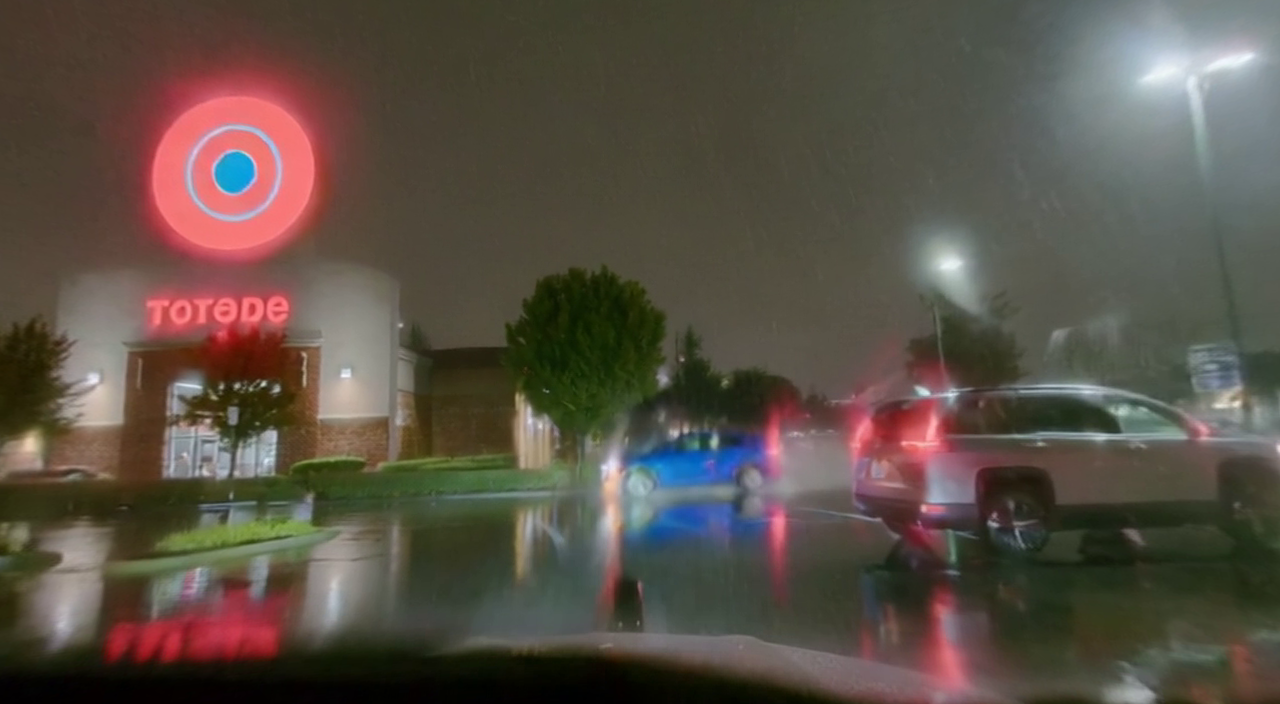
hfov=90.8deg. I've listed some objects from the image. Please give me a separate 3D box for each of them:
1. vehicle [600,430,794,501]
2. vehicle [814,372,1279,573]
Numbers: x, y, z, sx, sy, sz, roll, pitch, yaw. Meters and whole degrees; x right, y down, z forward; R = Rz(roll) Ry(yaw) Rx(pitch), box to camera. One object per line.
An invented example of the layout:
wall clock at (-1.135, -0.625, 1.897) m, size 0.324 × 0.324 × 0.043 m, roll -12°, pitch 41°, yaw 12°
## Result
vehicle at (1.449, 3.079, 17.455) m, size 4.957 × 1.788 × 2.092 m, roll 1°, pitch -9°, yaw -8°
vehicle at (4.935, 1.352, 7.572) m, size 4.864 × 1.916 × 2.413 m, roll 1°, pitch -8°, yaw -6°
